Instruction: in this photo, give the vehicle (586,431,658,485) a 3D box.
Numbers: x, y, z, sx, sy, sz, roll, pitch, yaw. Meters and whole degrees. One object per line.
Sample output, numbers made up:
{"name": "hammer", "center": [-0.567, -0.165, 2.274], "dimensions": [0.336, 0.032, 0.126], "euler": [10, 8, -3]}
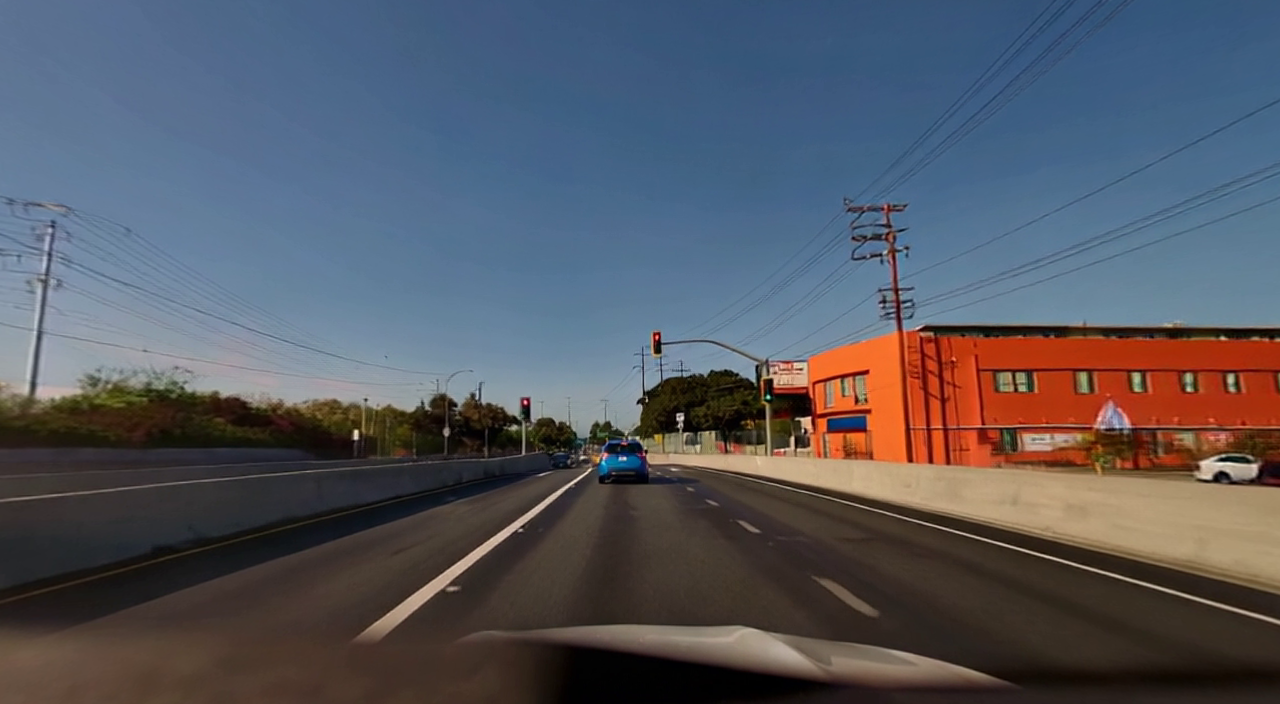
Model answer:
{"name": "vehicle", "center": [-0.568, 3.390, 20.500], "dimensions": [2.123, 1.566, 3.662], "euler": [0, -8, -1]}
